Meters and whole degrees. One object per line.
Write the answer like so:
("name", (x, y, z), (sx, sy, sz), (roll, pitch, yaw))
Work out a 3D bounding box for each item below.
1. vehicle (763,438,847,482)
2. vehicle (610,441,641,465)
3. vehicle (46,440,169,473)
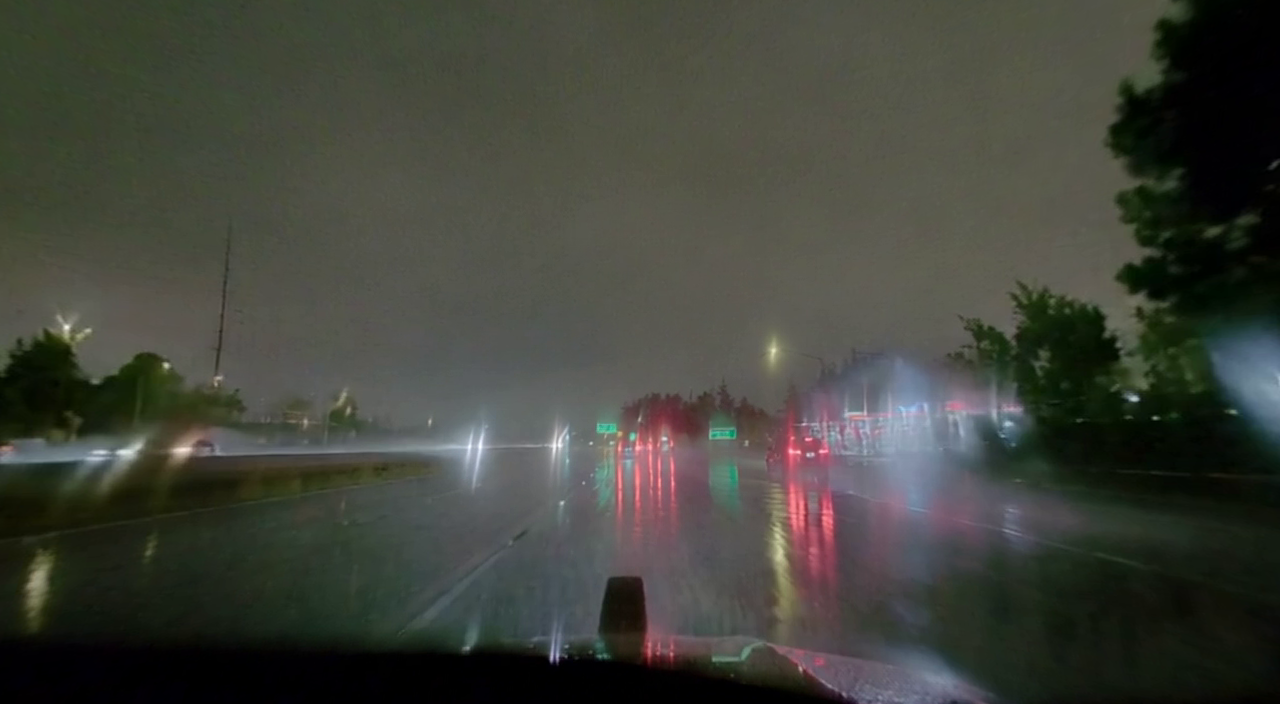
("vehicle", (5.886, 3.888, 23.041), (1.867, 1.463, 4.295), (0, -8, -1))
("vehicle", (-1.014, 6.794, 42.593), (1.999, 1.473, 4.351), (0, -8, -2))
("vehicle", (-26.317, 5.155, 31.445), (1.913, 1.521, 4.912), (0, -8, -1))
